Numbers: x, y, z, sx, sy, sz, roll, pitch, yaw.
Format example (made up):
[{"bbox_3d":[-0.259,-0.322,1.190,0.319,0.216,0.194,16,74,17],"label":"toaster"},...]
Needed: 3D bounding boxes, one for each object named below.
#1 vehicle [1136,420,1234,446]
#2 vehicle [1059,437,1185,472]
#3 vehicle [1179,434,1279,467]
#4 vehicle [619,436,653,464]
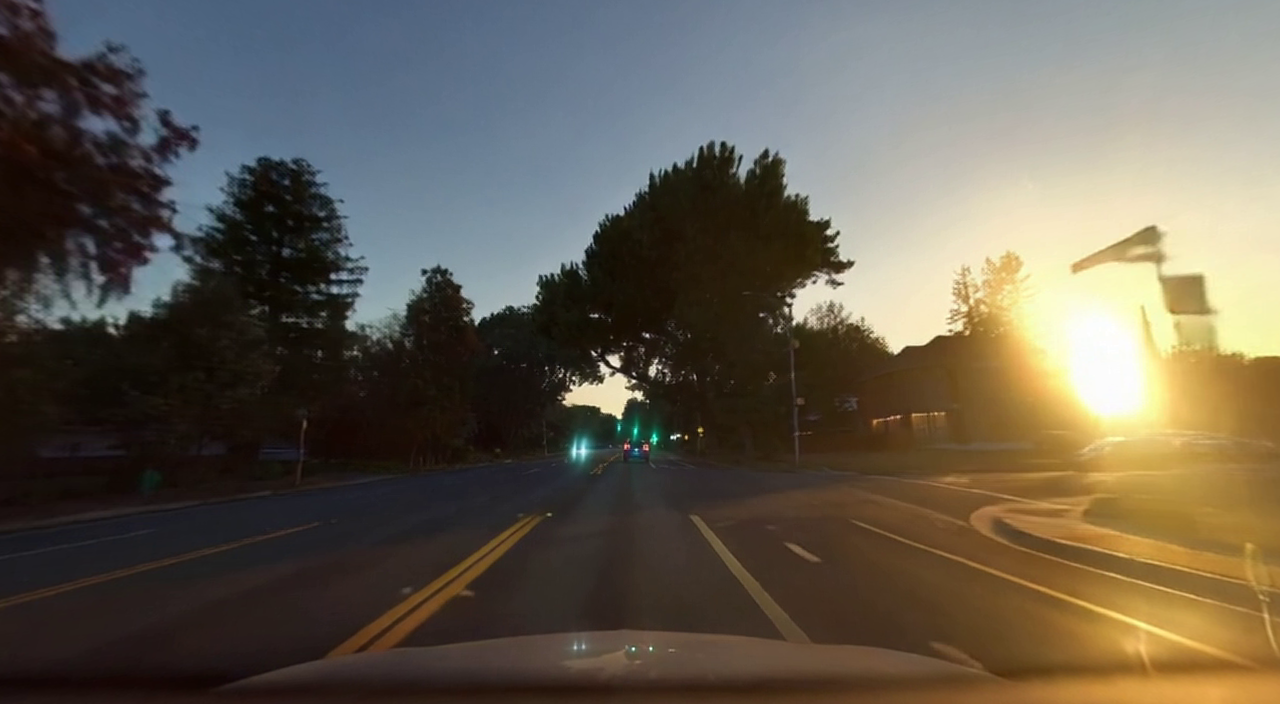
[{"bbox_3d":[37.002,5.556,43.075,2.008,1.662,4.767,1,-8,-8],"label":"vehicle"},{"bbox_3d":[22.178,4.719,29.149,4.218,1.505,2.169,1,-8,-8],"label":"vehicle"},{"bbox_3d":[28.617,4.676,30.058,4.359,1.479,1.890,1,-8,-7],"label":"vehicle"},{"bbox_3d":[-0.286,6.664,43.145,2.230,1.827,4.298,0,-8,-1],"label":"vehicle"}]
